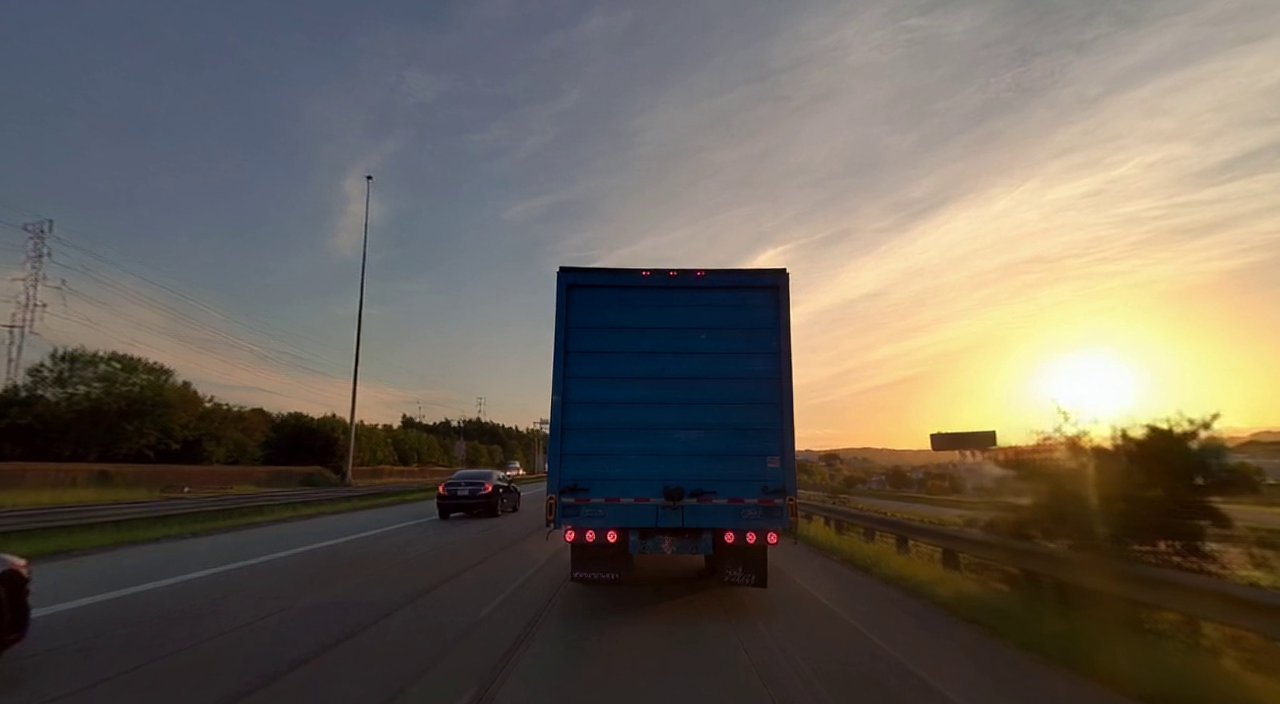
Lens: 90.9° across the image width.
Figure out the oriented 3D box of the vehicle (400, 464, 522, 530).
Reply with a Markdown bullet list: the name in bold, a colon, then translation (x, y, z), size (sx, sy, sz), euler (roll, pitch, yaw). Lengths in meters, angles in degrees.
- **vehicle**: translation (-4.525, 3.743, 16.696), size (1.891, 1.469, 4.431), euler (1, -11, 0)

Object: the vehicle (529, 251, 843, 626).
- **vehicle**: translation (0.569, 1.514, 10.292), size (2.831, 3.529, 8.689), euler (0, -11, 2)
